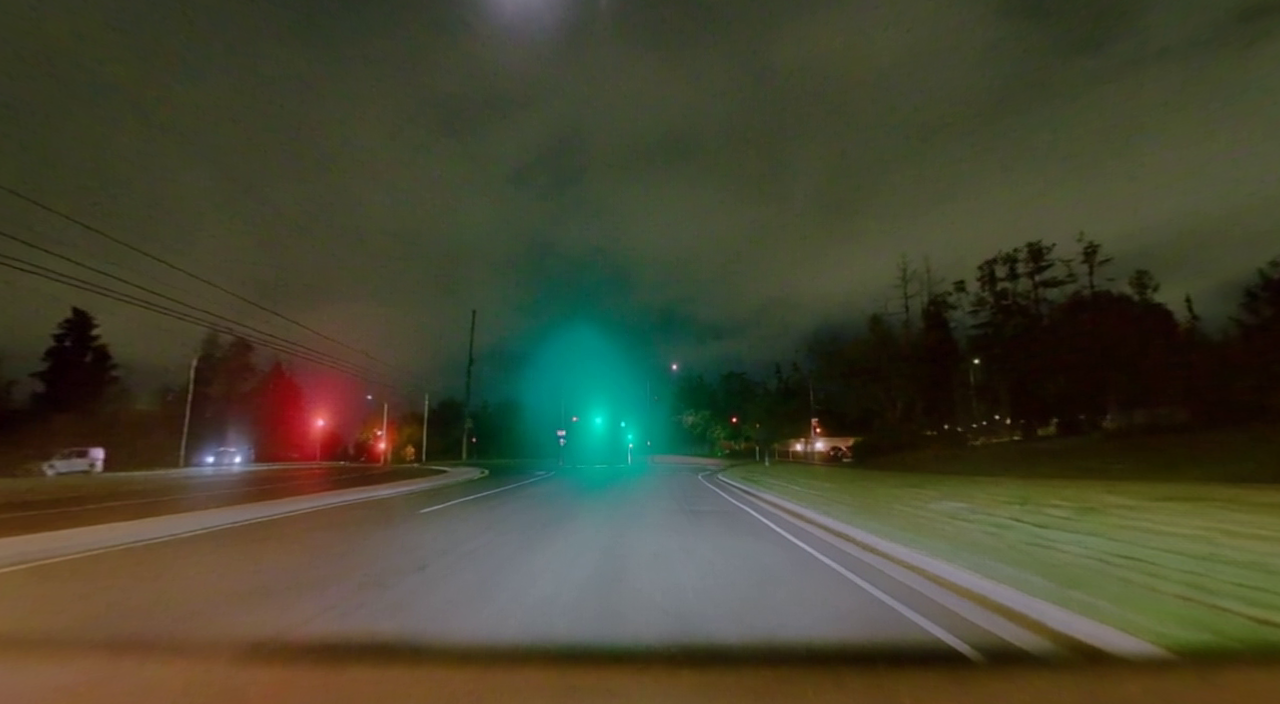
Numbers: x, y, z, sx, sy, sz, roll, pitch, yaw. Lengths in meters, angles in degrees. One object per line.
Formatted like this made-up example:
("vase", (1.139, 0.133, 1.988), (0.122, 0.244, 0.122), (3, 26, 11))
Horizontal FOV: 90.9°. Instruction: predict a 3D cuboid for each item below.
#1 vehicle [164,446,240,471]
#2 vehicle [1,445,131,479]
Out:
("vehicle", (-33.343, 8.065, 48.208), (1.913, 1.779, 4.959), (-1, -8, 5))
("vehicle", (-34.221, 6.561, 37.902), (2.136, 1.862, 5.788), (-1, -8, 4))
